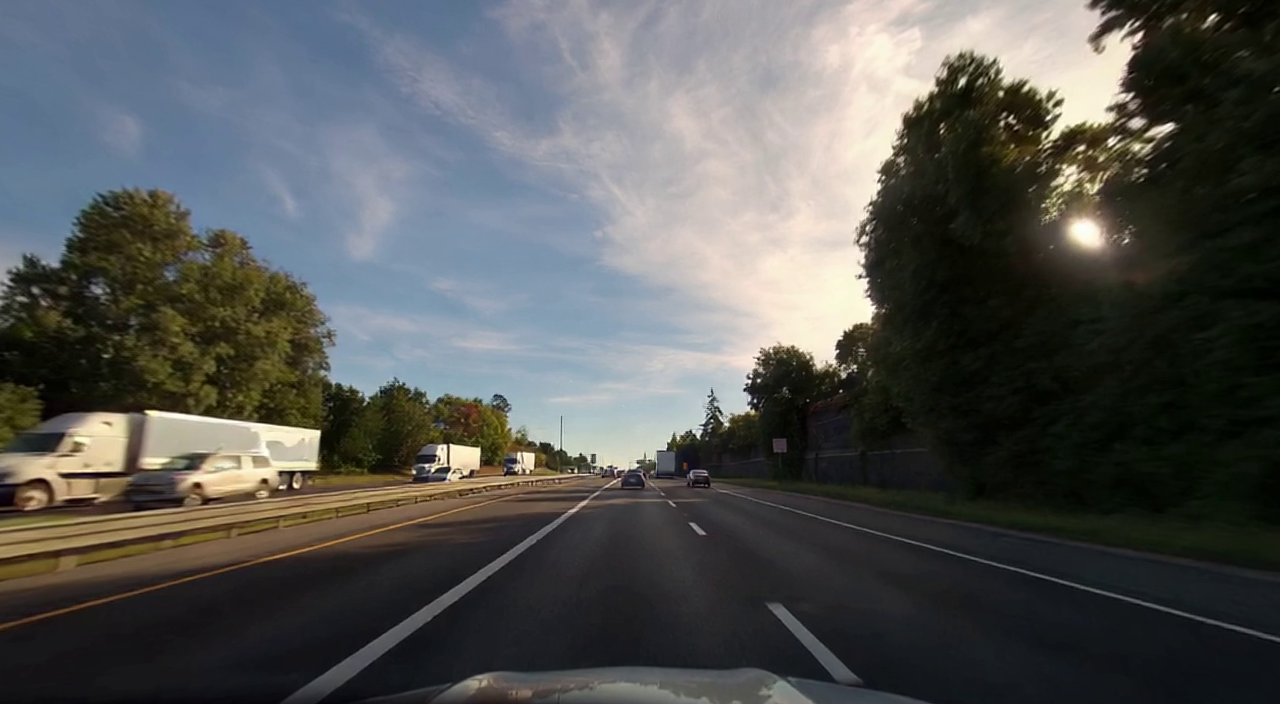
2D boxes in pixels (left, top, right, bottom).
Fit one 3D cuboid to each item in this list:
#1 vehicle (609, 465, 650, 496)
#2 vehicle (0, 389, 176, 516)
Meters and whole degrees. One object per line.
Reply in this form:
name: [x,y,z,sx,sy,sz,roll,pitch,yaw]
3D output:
vehicle: [-0.544,6.702,33.046,2.010,1.436,3.973,1,-10,-1]
vehicle: [-20.041,3.542,22.014,3.080,3.824,5.623,1,-10,-1]
